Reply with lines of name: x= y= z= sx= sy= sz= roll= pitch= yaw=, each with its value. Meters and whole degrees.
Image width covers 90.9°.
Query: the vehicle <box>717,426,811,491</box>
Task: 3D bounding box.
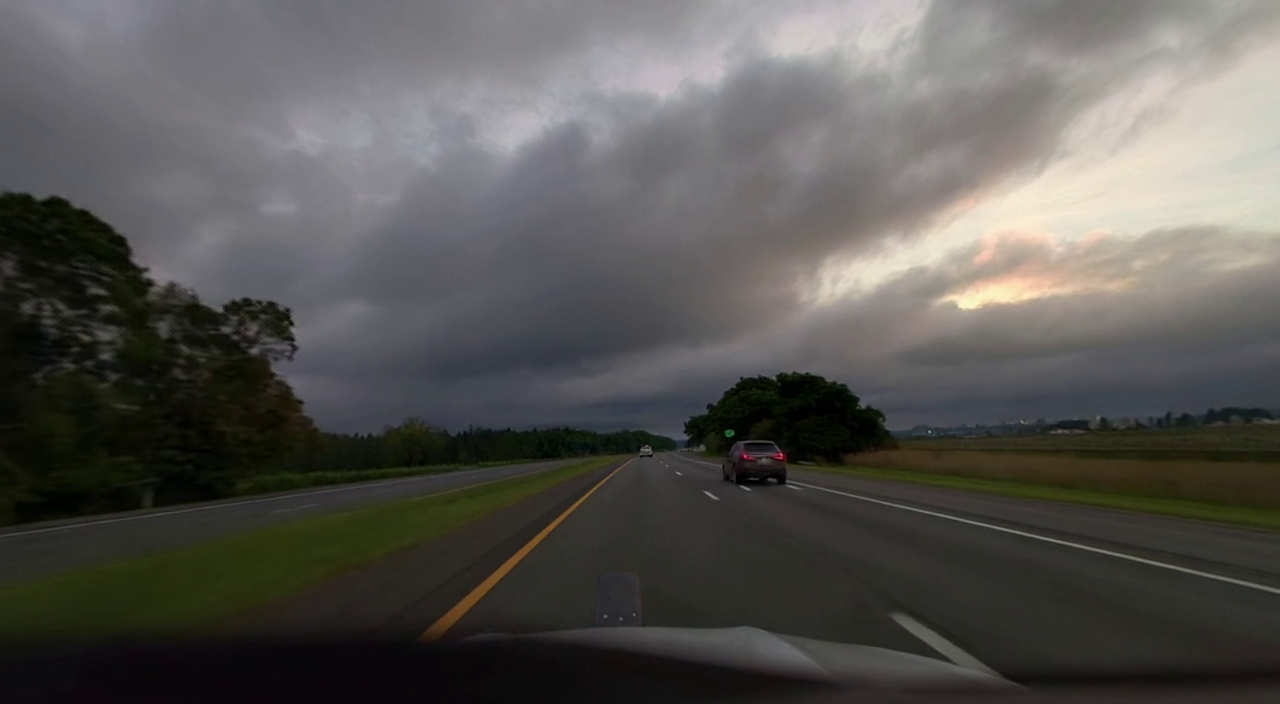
vehicle: x=4.206 y=3.734 z=22.293 sx=2.189 sy=2.007 sz=4.872 roll=0 pitch=-9 yaw=-2
